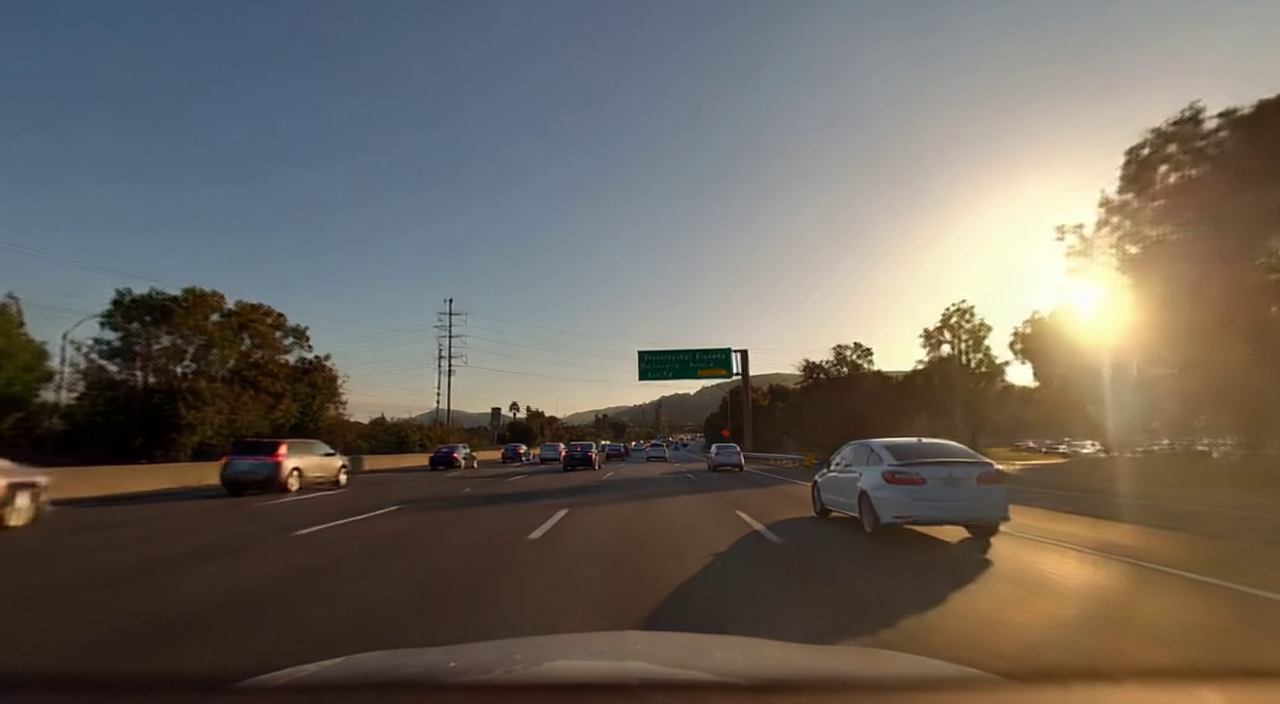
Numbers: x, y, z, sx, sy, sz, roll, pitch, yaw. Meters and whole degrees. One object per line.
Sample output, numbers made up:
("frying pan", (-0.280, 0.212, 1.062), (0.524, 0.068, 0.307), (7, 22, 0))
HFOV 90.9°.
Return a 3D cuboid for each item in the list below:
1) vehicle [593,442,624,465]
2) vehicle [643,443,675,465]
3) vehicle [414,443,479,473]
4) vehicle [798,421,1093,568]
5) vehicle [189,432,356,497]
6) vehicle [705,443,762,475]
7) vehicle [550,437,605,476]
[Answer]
("vehicle", (-2.371, 7.795, 48.622), (2.133, 1.668, 4.505), (0, -8, 1))
("vehicle", (1.351, 7.530, 46.796), (2.220, 1.575, 4.332), (0, -8, 0))
("vehicle", (-10.398, 5.714, 34.266), (1.926, 1.479, 4.688), (0, -8, 1))
("vehicle", (3.880, 1.870, 9.100), (2.036, 1.580, 4.360), (0, -8, 0))
("vehicle", (-10.710, 3.306, 18.901), (2.137, 1.690, 4.630), (0, -8, 1))
("vehicle", (4.506, 5.228, 31.116), (2.022, 1.472, 4.678), (0, -8, -1))
("vehicle", (-2.976, 5.098, 31.017), (2.133, 1.775, 4.530), (0, -8, 1))
